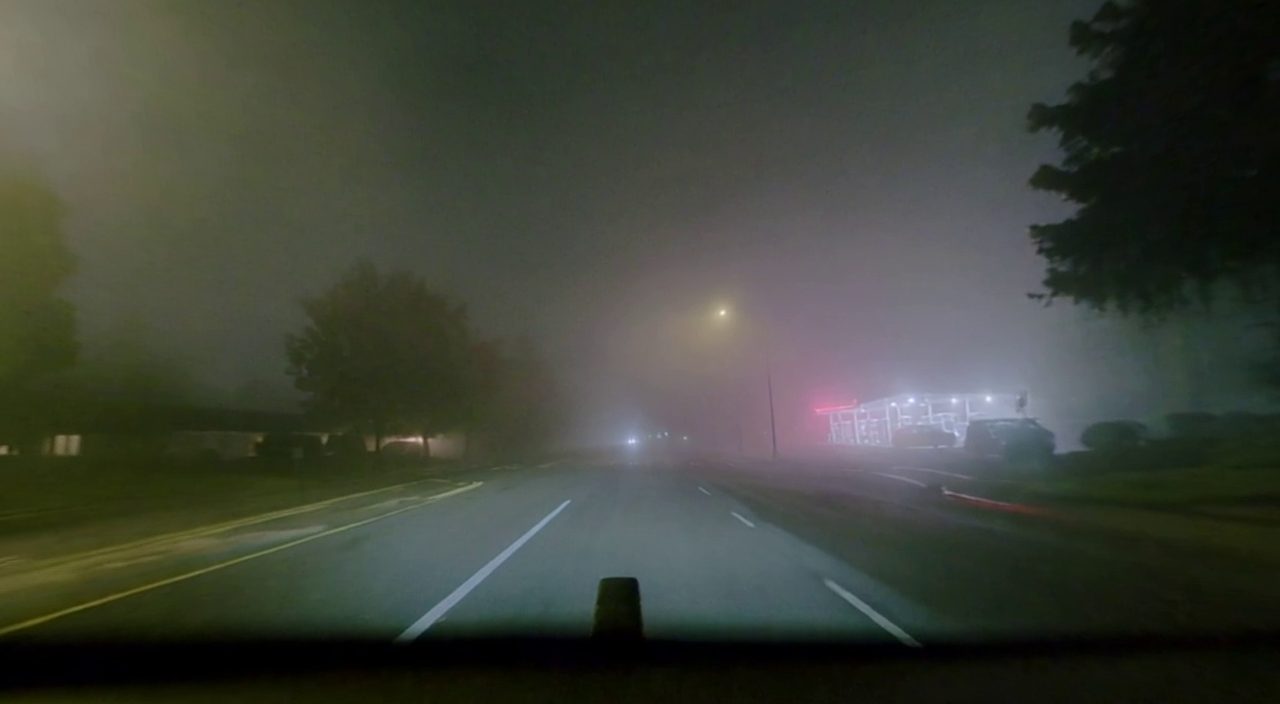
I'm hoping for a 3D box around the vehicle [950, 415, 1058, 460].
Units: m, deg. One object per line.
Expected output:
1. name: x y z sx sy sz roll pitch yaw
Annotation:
1. vehicle: 17.339 4.074 30.454 2.314 1.921 5.069 -1 -7 2
